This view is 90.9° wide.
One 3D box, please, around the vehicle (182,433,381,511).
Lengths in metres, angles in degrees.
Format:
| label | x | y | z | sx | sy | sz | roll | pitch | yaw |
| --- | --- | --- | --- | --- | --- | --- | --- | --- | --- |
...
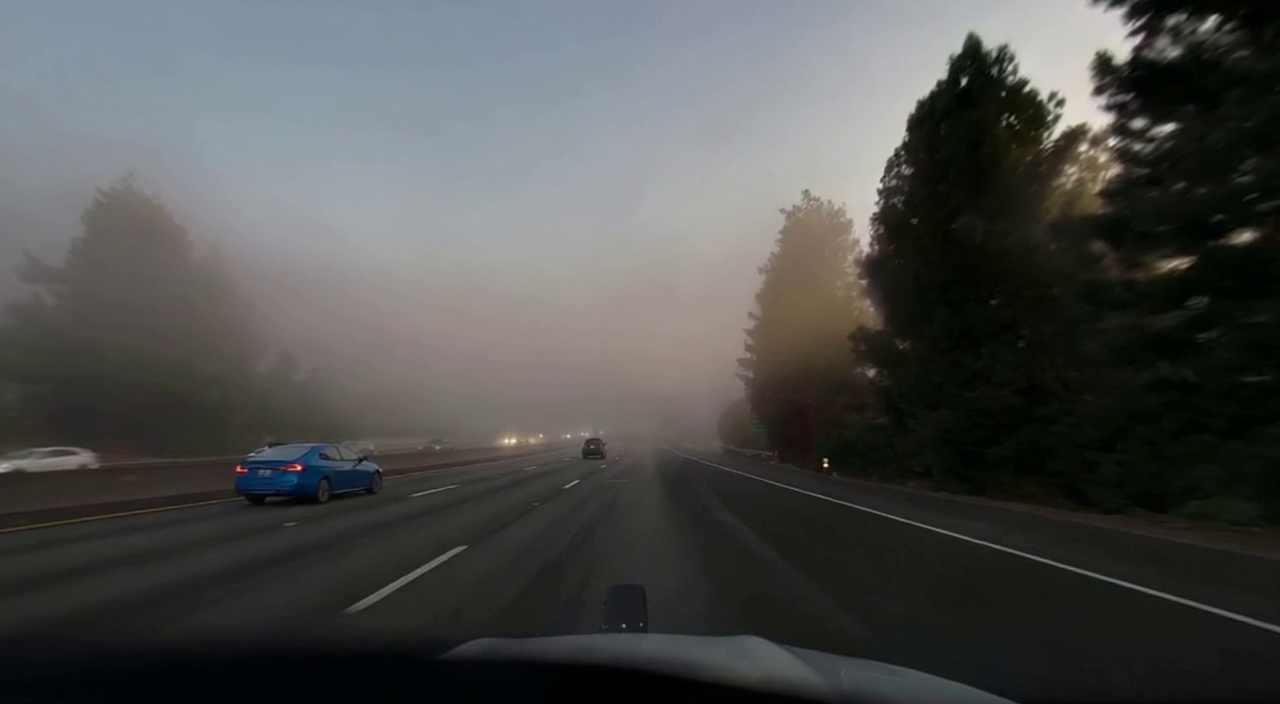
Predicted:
| label | x | y | z | sx | sy | sz | roll | pitch | yaw |
| --- | --- | --- | --- | --- | --- | --- | --- | --- | --- |
| vehicle | -7.796 | 2.636 | 14.304 | 1.987 | 1.486 | 4.174 | 0 | -8 | 1 |

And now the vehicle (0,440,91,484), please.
| label | x | y | z | sx | sy | sz | roll | pitch | yaw |
| --- | --- | --- | --- | --- | --- | --- | --- | --- | --- |
| vehicle | -21.728 | 3.819 | 22.111 | 1.655 | 1.420 | 3.524 | 0 | -8 | 1 |
